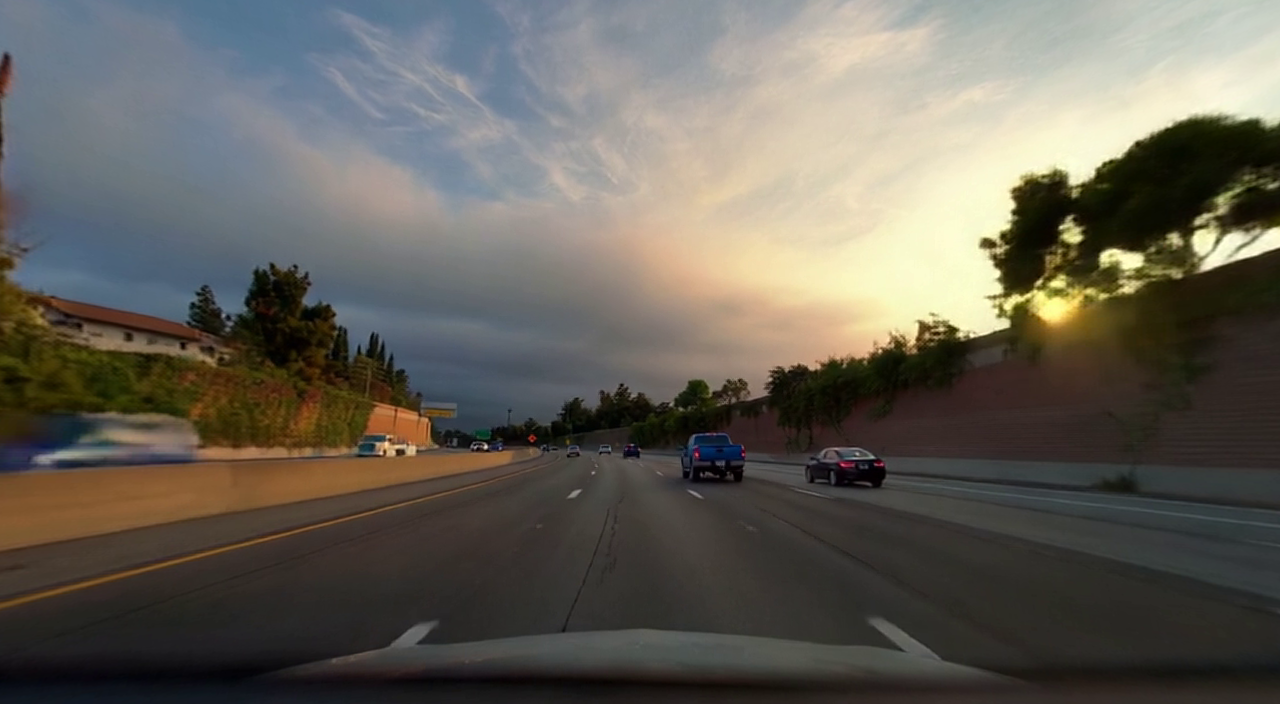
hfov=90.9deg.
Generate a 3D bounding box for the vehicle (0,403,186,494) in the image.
[{"bbox_3d":[-14.293,2.336,15.282,2.330,1.837,5.815,0,-8,-1],"label":"vehicle"}]

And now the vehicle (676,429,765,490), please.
[{"bbox_3d":[2.818,3.946,23.553,2.374,1.952,5.431,0,-8,-2],"label":"vehicle"}]

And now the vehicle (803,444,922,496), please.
[{"bbox_3d":[7.200,3.837,21.083,1.976,1.485,4.925,0,-8,-3],"label":"vehicle"}]

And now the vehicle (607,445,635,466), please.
[{"bbox_3d":[-1.561,8.062,49.327,2.050,1.607,3.821,0,-8,-4],"label":"vehicle"}]
